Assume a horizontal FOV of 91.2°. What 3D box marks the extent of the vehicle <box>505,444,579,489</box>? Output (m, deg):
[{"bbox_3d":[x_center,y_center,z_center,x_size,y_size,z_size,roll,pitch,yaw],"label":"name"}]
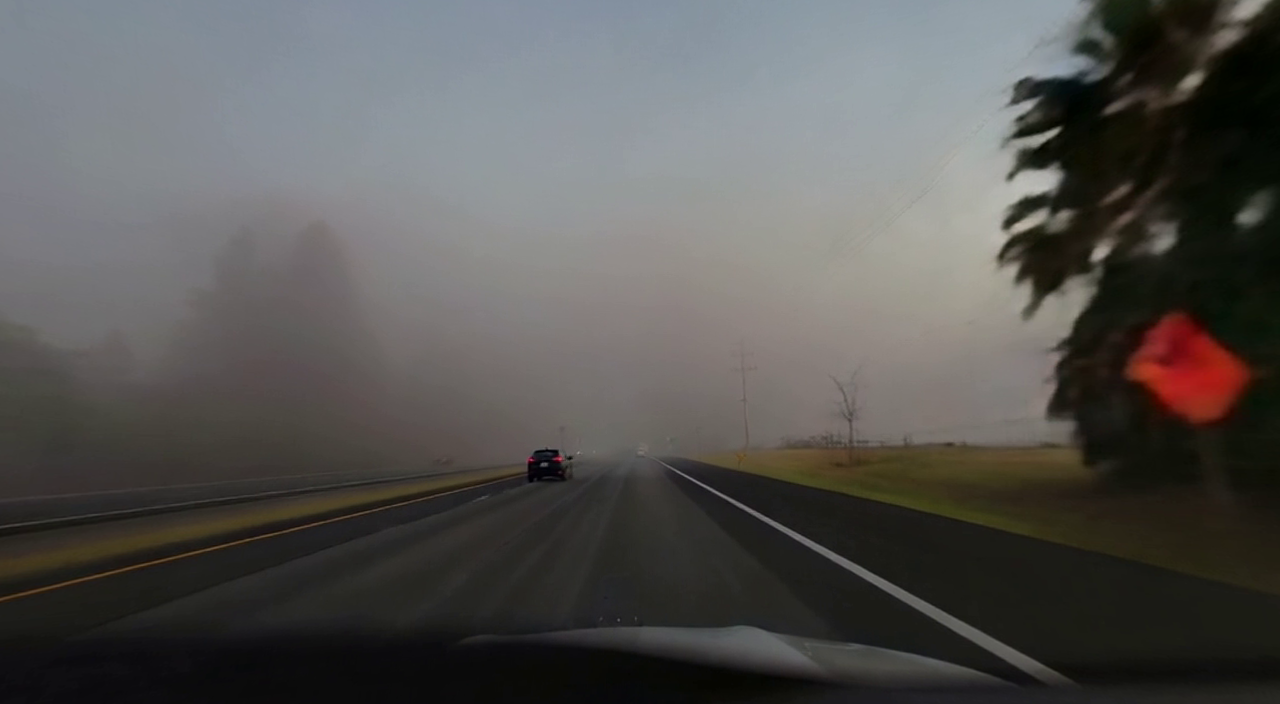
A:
[{"bbox_3d":[-3.656,4.361,24.185,2.123,1.545,4.404,0,-9,0],"label":"vehicle"}]
